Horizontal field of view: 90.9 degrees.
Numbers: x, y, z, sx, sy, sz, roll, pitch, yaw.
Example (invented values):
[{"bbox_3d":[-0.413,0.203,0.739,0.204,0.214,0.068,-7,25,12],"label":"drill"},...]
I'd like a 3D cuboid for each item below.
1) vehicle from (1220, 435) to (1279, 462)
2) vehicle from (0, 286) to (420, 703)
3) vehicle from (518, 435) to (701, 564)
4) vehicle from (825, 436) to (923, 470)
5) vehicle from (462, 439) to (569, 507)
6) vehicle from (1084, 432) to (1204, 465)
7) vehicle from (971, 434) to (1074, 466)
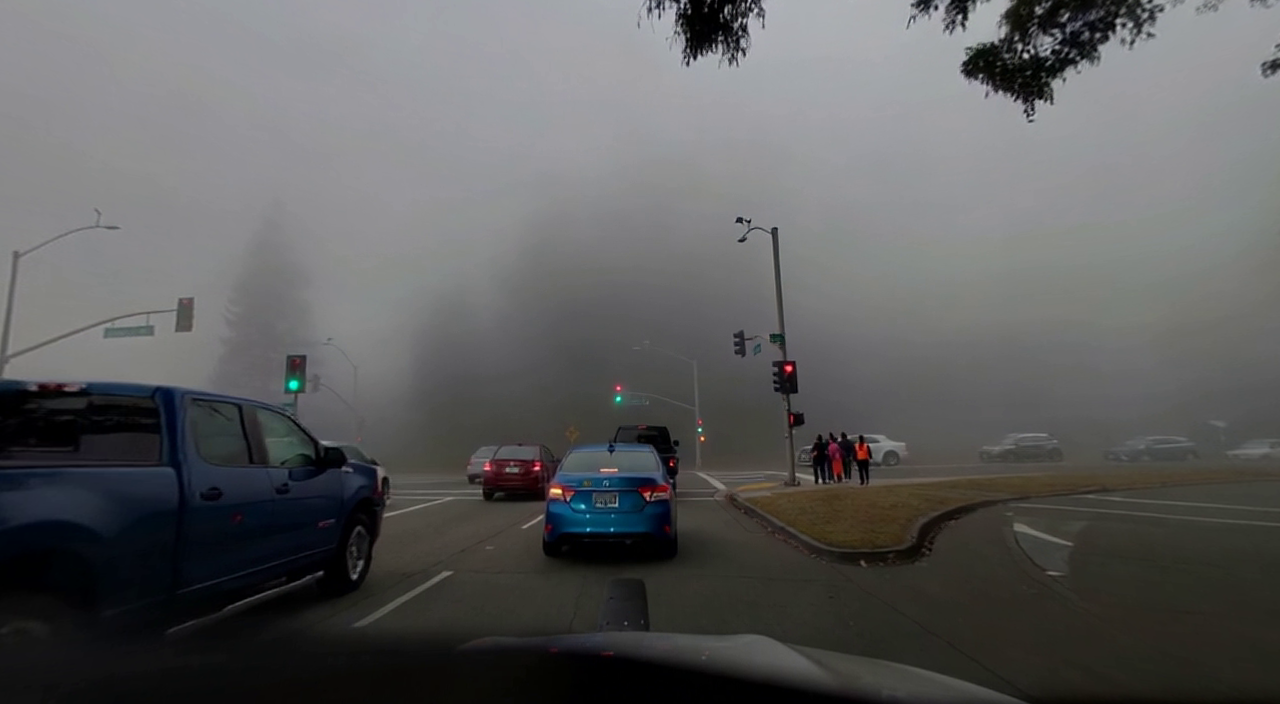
[{"bbox_3d":[36.254,5.474,35.777,4.643,1.464,1.840,-1,-9,3],"label":"vehicle"},{"bbox_3d":[-3.618,1.009,4.424,2.202,1.961,4.980,0,-8,2],"label":"vehicle"},{"bbox_3d":[-0.340,2.070,9.708,2.144,1.497,4.446,0,-8,0],"label":"vehicle"},{"bbox_3d":[12.249,5.338,33.262,4.394,1.724,1.886,0,-9,1],"label":"vehicle"},{"bbox_3d":[-3.352,3.351,17.993,2.003,1.655,4.878,0,-8,1],"label":"vehicle"},{"bbox_3d":[28.969,5.551,36.355,4.967,1.794,2.044,-1,-8,3],"label":"vehicle"},{"bbox_3d":[21.969,5.642,36.351,4.529,1.786,2.110,-1,-8,2],"label":"vehicle"}]
